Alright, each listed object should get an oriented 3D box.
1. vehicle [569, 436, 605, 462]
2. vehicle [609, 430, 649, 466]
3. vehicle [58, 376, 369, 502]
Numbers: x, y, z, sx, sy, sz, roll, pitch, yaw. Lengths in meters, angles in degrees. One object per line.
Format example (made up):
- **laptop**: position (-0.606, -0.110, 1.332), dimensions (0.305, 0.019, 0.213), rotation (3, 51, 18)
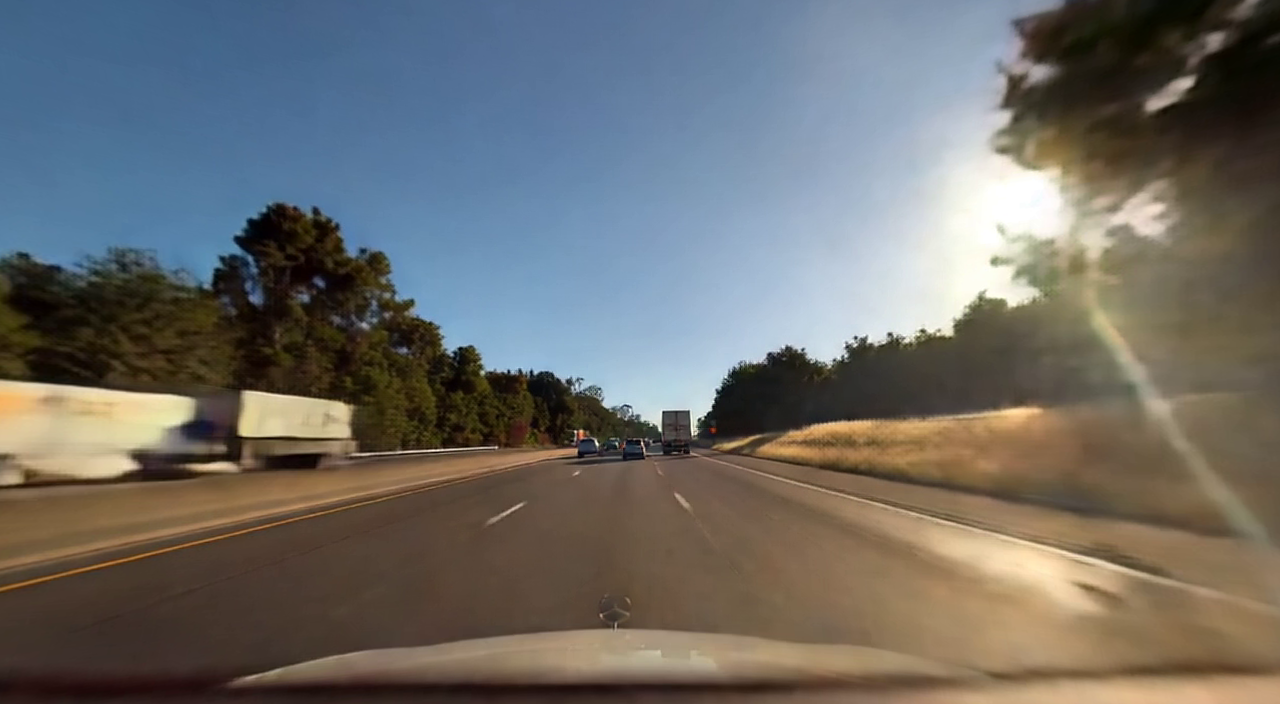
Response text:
- **vehicle**: position (-3.700, 6.866, 44.680), dimensions (2.047, 1.757, 4.183), rotation (-1, -8, 1)
- **vehicle**: position (-0.620, 5.580, 36.737), dimensions (2.211, 1.933, 4.315), rotation (-1, -8, -1)
- **vehicle**: position (-16.281, 3.710, 26.732), dimensions (3.029, 3.854, 14.437), rotation (-1, -8, 1)
